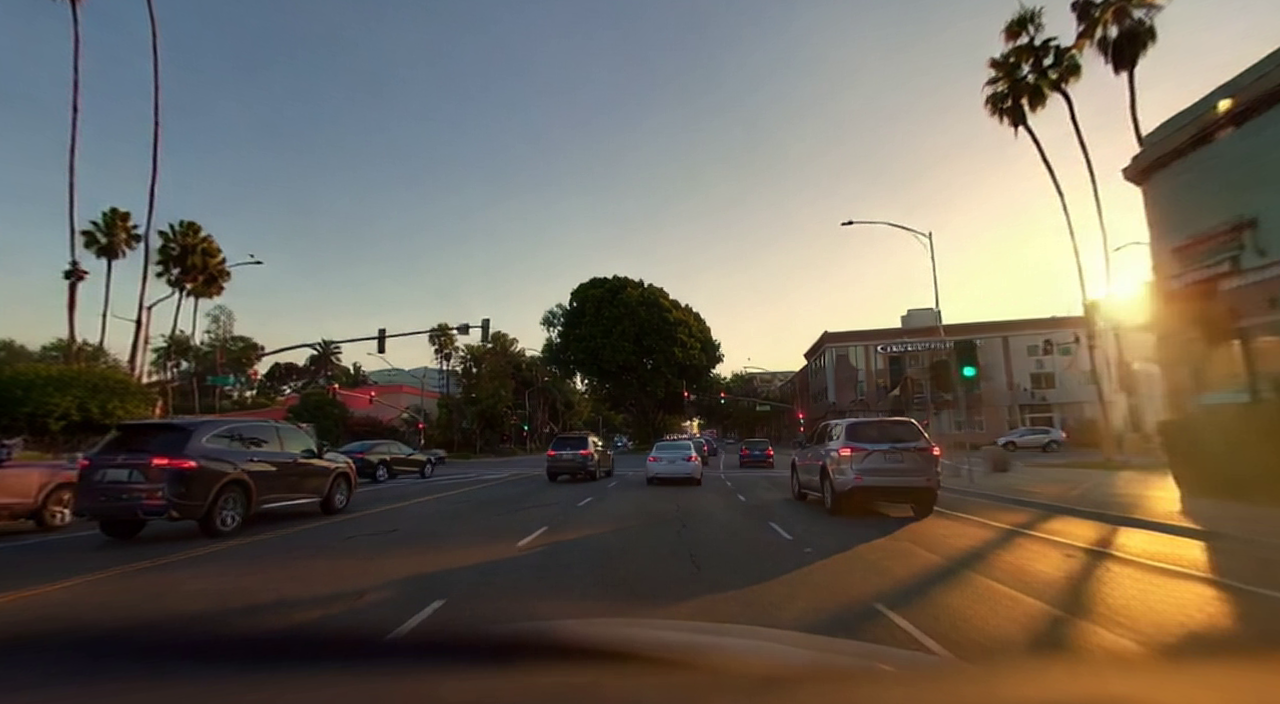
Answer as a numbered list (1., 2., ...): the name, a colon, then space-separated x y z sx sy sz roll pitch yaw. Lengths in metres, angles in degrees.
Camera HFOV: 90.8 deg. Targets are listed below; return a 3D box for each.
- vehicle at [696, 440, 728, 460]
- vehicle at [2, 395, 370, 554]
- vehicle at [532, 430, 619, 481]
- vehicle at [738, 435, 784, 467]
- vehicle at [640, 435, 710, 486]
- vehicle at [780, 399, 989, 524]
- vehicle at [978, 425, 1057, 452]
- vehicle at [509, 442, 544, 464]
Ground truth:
1. vehicle: 5.347 7.183 46.371 1.956 1.369 3.686 -2 -9 12
2. vehicle: -6.479 1.811 9.966 2.127 1.888 4.637 -1 -8 4
3. vehicle: -2.337 3.926 24.296 2.088 1.746 4.650 -2 -8 10
4. vehicle: 6.204 5.109 32.722 2.149 1.532 4.168 -2 -8 9
5. vehicle: 1.186 3.505 20.643 2.057 1.492 3.825 -1 -8 5
6. vehicle: 4.386 2.093 12.508 2.267 1.931 5.145 -1 -8 3
7. vehicle: 28.227 6.518 47.425 4.557 1.848 2.008 -3 -9 12
8. vehicle: -7.949 7.115 44.713 1.918 1.443 4.612 0 -8 -4
